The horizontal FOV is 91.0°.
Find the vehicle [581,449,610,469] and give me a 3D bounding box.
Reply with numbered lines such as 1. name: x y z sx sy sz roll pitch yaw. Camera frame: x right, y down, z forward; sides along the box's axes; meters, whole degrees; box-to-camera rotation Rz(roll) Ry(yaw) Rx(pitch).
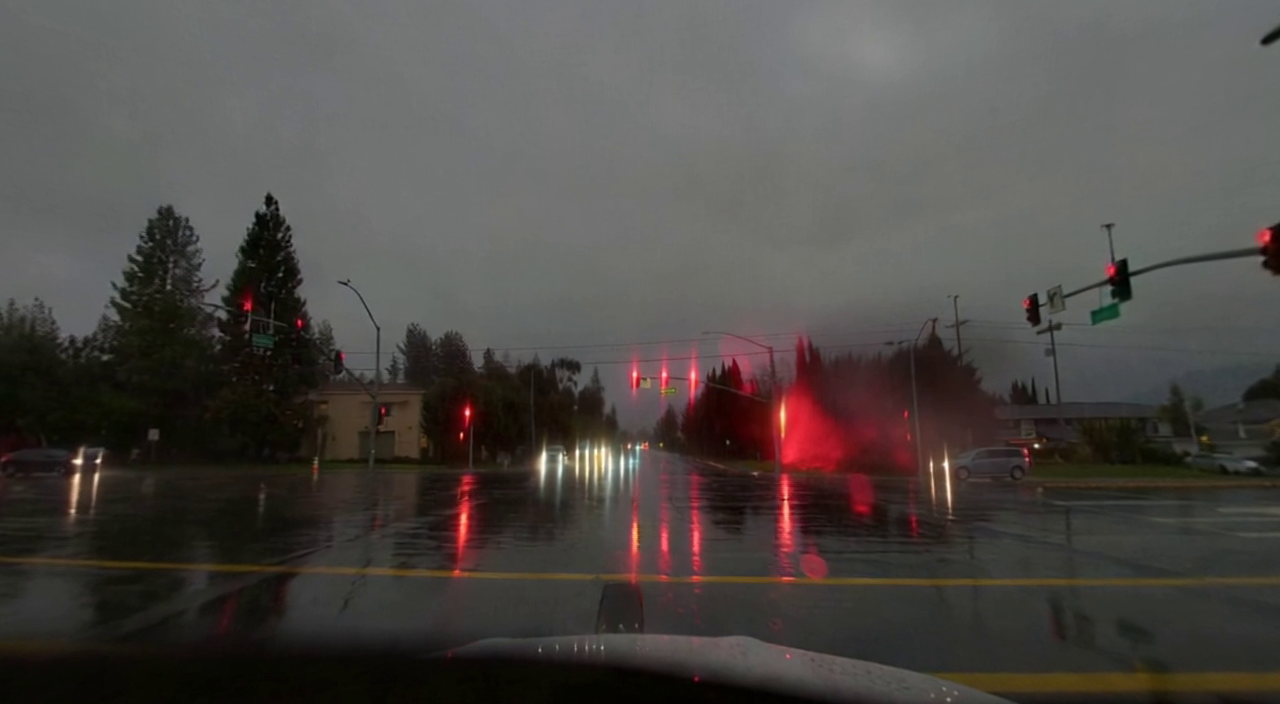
1. vehicle: -3.458 8.361 49.225 1.908 1.441 4.142 0 -8 1

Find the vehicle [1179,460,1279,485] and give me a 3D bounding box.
1. vehicle: 36.213 7.312 38.308 4.976 1.428 1.929 0 -9 -2

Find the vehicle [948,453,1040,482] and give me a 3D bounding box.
1. vehicle: 21.091 6.879 37.593 4.447 1.623 1.801 0 -9 -3

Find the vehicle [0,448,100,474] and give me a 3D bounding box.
1. vehicle: -35.150 6.415 37.181 4.741 1.447 1.807 0 -9 0
